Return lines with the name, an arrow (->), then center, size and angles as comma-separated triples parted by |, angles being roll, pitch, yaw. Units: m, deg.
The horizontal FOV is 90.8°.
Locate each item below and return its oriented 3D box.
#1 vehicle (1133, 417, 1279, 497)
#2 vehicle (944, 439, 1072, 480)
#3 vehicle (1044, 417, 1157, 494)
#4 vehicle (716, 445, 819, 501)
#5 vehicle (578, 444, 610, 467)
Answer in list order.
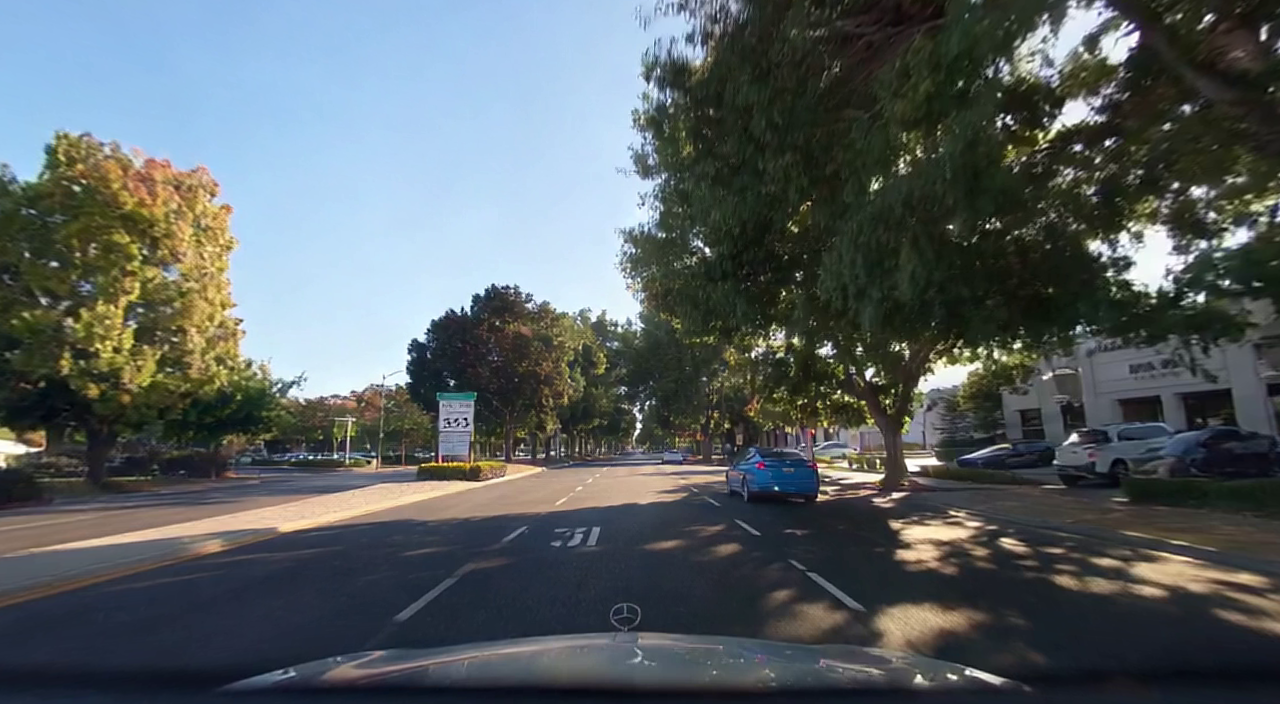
vehicle -> 17.619, 3.268, 20.002 | 2.352, 2.140, 5.254 | -5, -10, 30
vehicle -> 15.398, 4.502, 26.618 | 4.112, 1.642, 2.055 | 0, -8, -2
vehicle -> 14.959, 3.371, 20.898 | 2.359, 2.154, 5.815 | -5, -10, 31
vehicle -> 3.711, 3.585, 19.281 | 2.033, 1.482, 4.571 | 0, -8, -2
vehicle -> -3.550, 8.109, 49.605 | 2.184, 1.698, 4.324 | 0, -8, 0
